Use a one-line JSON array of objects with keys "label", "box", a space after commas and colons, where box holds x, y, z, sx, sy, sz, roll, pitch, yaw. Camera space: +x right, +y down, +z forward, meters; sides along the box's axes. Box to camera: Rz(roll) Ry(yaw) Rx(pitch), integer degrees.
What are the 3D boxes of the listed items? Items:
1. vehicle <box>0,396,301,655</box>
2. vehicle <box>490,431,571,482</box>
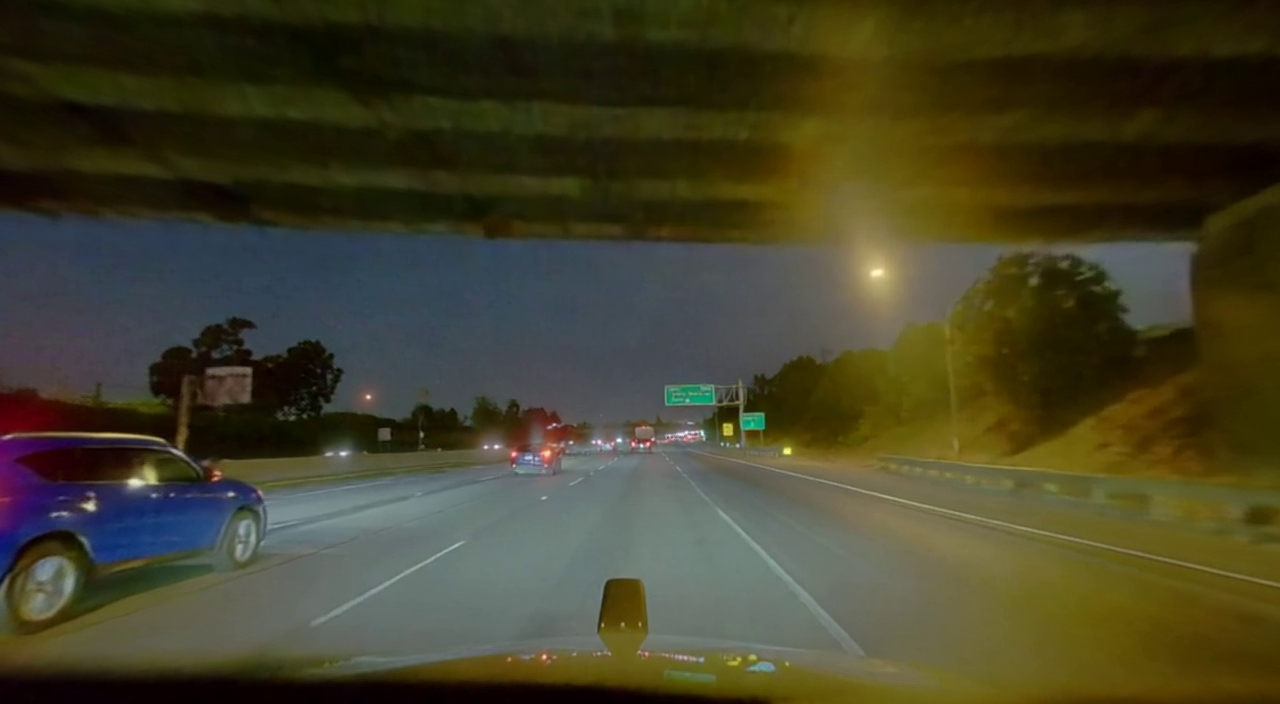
[{"label": "vehicle", "box": [-5.095, 1.338, 5.571, 1.969, 1.633, 3.962, 0, -8, -1]}, {"label": "vehicle", "box": [-3.940, 3.867, 23.455, 2.154, 1.693, 4.394, 0, -8, 1]}]
